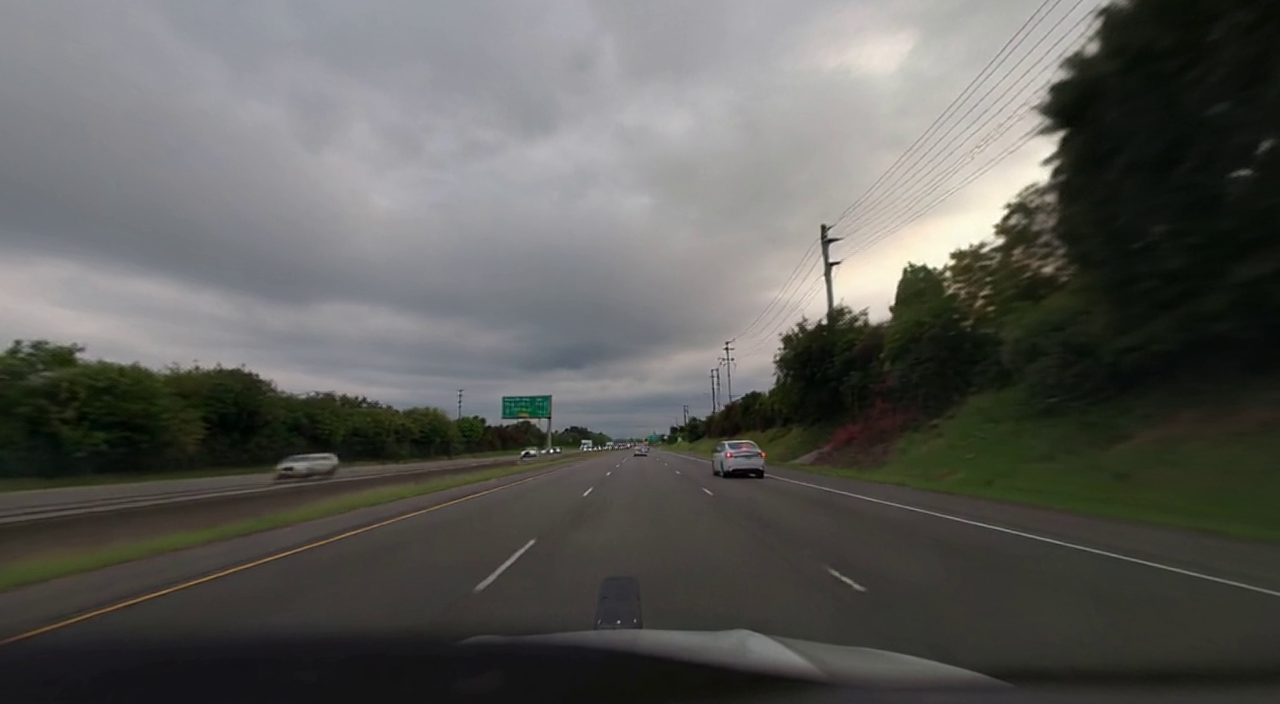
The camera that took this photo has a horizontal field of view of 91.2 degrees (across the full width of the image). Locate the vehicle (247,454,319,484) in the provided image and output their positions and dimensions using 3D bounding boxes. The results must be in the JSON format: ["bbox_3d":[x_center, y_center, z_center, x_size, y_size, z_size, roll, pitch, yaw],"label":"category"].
[{"bbox_3d":[-19.870,6.502,35.074,1.774,1.490,3.759,0,-9,0],"label":"vehicle"}]

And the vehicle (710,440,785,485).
[{"bbox_3d":[3.982,4.162,23.876,2.054,1.565,4.089,0,-9,-1],"label":"vehicle"}]
